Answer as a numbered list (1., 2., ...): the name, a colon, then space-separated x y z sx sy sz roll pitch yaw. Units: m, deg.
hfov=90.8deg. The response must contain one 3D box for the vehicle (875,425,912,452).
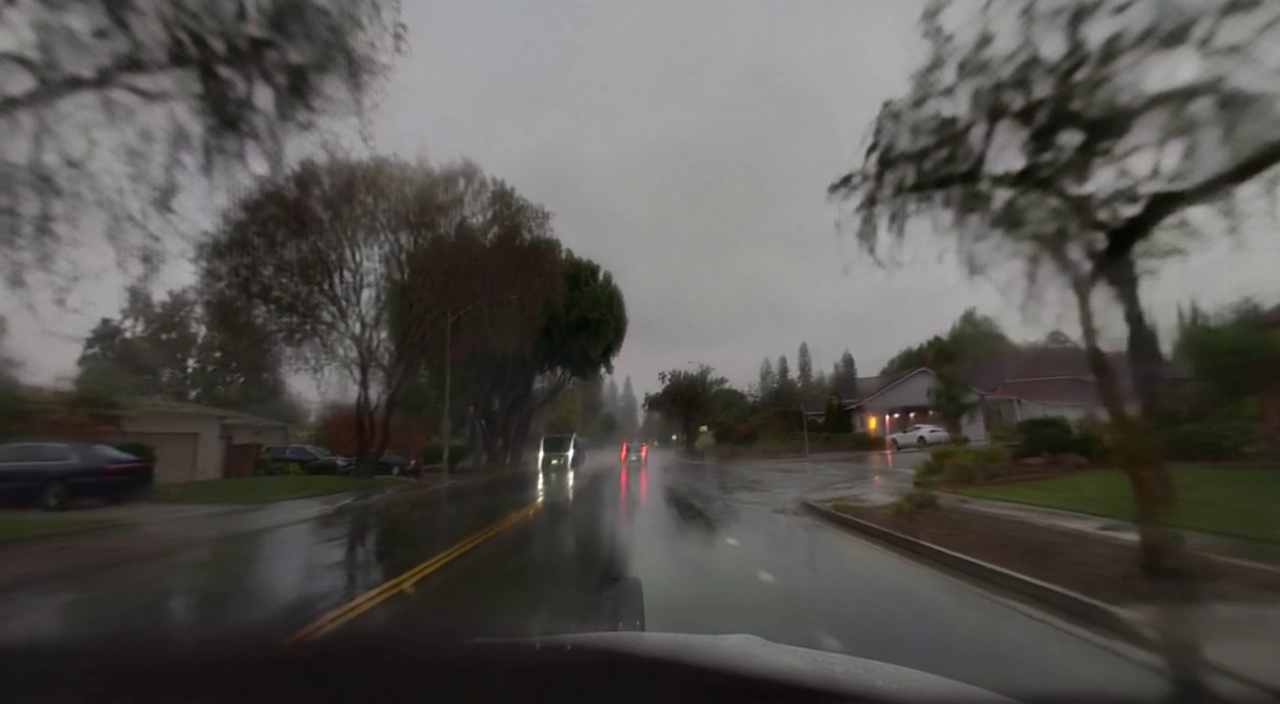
1. vehicle: 16.931 5.732 42.252 1.979 1.434 4.607 -7 -7 21

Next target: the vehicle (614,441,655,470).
1. vehicle: -0.291 5.605 34.412 2.098 1.483 4.099 0 -9 -1

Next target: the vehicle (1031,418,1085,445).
1. vehicle: 25.327 4.780 38.388 1.603 1.430 3.662 -3 -6 15

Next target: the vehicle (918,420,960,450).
1. vehicle: 19.542 5.373 41.442 2.114 1.677 4.707 -5 -6 22

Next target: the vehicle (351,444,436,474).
1. vehicle: -14.992 6.515 38.562 4.223 1.753 2.134 -1 -9 6

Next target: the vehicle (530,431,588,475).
1. vehicle: -4.459 5.662 35.602 2.451 2.182 5.485 -2 -9 0
